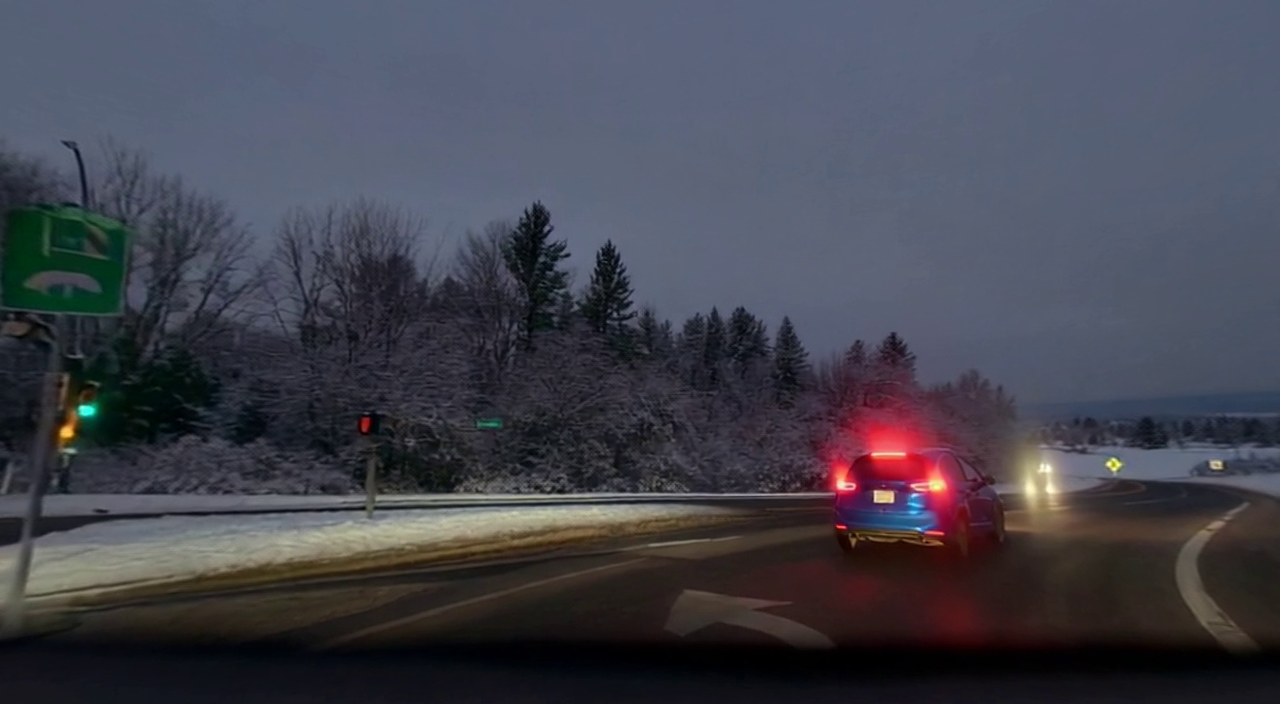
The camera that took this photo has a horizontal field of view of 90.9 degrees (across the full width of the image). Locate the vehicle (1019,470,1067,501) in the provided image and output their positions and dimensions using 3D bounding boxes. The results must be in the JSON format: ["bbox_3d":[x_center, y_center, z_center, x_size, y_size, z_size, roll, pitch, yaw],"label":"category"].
[{"bbox_3d":[30.901,10.157,48.217,2.150,1.927,5.209,-8,-11,41],"label":"vehicle"}]

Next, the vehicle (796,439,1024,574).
[{"bbox_3d":[4.244,2.107,9.535,2.148,1.521,4.089,-6,-10,37],"label":"vehicle"}]
